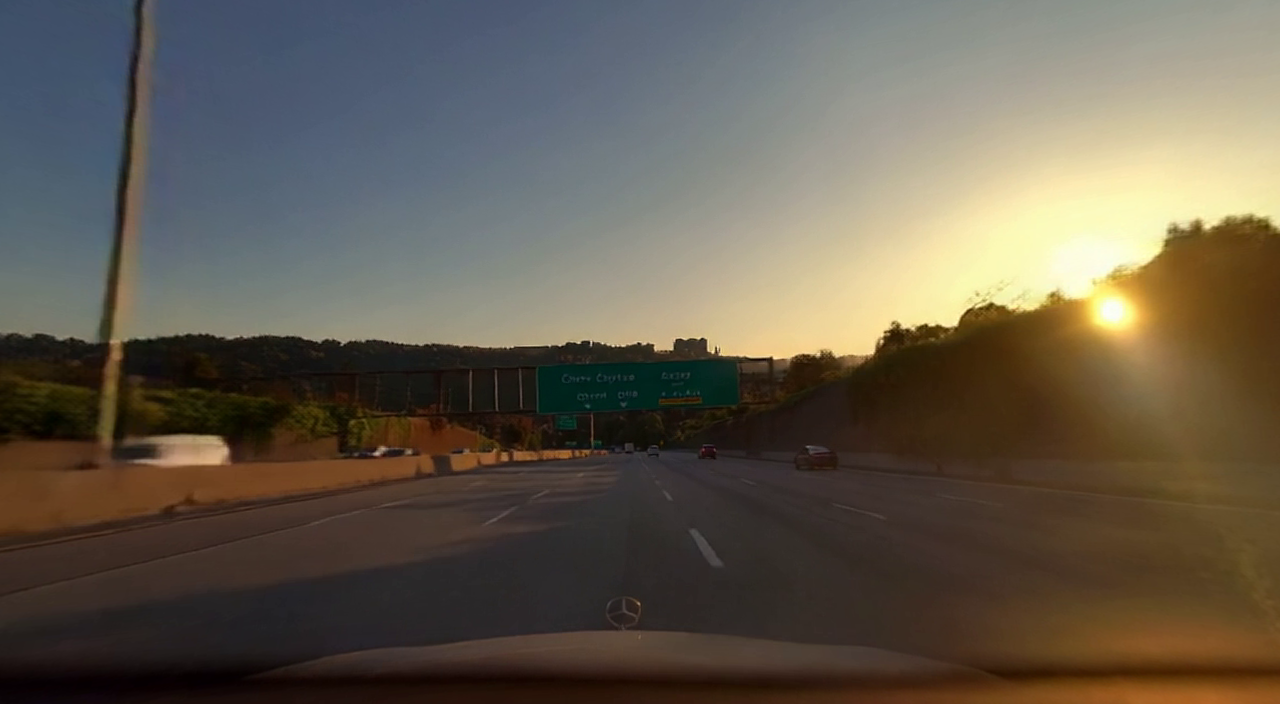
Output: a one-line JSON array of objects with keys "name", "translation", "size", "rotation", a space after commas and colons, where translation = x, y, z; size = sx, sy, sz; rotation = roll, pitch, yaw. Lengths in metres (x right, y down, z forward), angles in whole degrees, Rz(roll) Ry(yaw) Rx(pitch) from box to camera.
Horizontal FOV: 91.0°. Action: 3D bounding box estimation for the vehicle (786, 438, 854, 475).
[{"name": "vehicle", "translation": [9.343, 5.461, 33.123], "size": [2.167, 1.781, 4.340], "rotation": [0, -9, -1]}]
